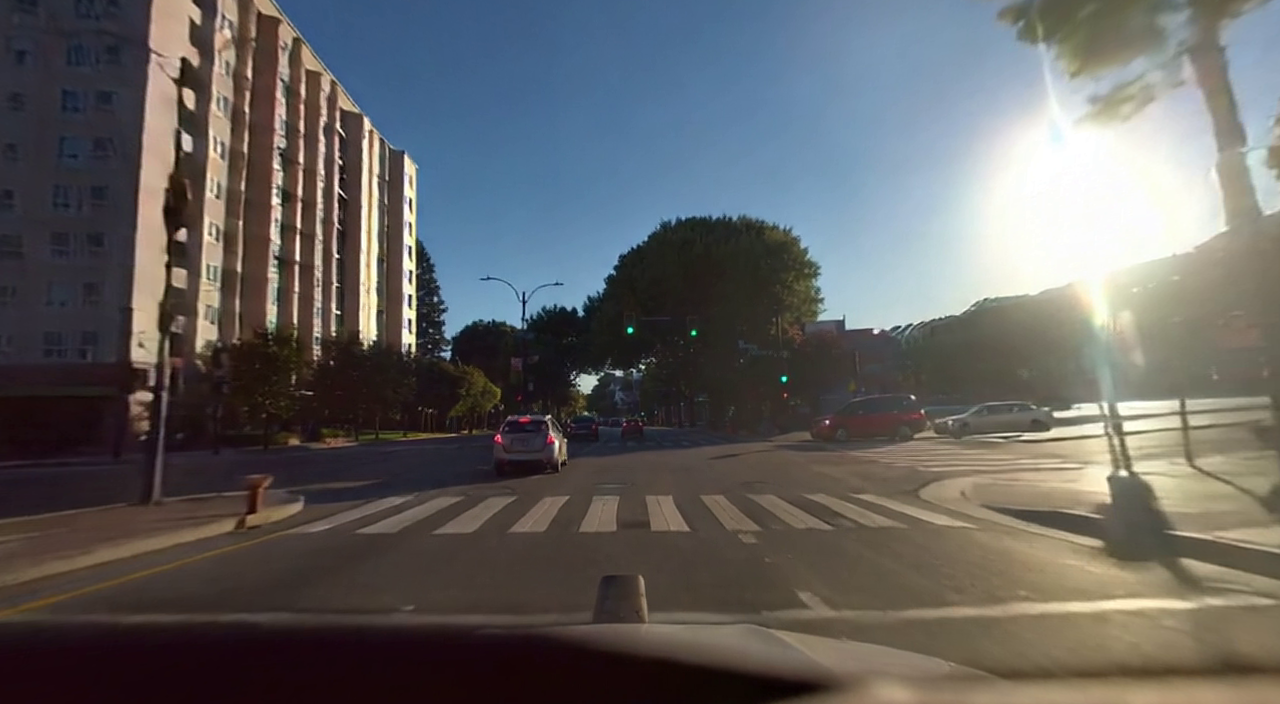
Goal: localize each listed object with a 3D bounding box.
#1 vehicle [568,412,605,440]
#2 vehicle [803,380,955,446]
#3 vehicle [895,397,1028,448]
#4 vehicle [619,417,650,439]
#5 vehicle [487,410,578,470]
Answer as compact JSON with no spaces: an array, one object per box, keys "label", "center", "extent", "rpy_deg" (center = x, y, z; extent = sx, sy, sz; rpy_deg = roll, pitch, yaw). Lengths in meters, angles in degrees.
[{"label":"vehicle","center":[-3.649,5.198,43.896],"extent":[2.152,1.802,4.628],"rpy_deg":[0,-8,-1]},{"label":"vehicle","center":[11.720,3.066,31.381],"extent":[6.233,2.668,2.627],"rpy_deg":[-4,-7,-3]},{"label":"vehicle","center":[13.129,2.878,25.961],"extent":[4.328,1.742,1.942],"rpy_deg":[-3,-5,-1]},{"label":"vehicle","center":[-0.441,5.459,45.049],"extent":[2.095,1.438,3.843],"rpy_deg":[0,-8,-1]},{"label":"vehicle","center":[-3.340,2.877,20.549],"extent":[2.116,1.725,4.315],"rpy_deg":[0,-8,1]}]
